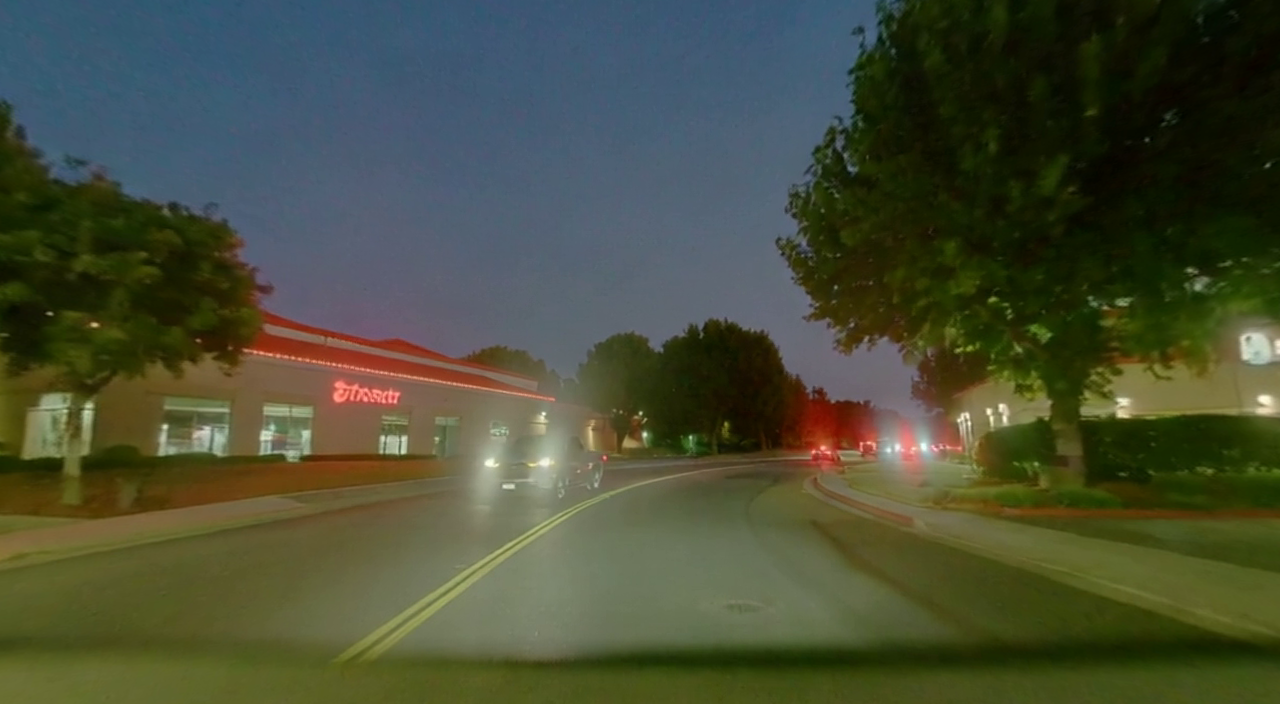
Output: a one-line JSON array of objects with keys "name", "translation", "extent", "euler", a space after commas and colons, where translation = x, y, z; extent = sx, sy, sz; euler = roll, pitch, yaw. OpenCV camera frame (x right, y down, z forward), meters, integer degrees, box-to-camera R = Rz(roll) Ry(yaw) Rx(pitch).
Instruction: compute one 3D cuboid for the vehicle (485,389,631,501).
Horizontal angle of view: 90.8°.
[{"name": "vehicle", "translation": [-2.207, 2.924, 19.966], "extent": [2.489, 2.884, 6.940], "euler": [-2, -9, 11]}]
